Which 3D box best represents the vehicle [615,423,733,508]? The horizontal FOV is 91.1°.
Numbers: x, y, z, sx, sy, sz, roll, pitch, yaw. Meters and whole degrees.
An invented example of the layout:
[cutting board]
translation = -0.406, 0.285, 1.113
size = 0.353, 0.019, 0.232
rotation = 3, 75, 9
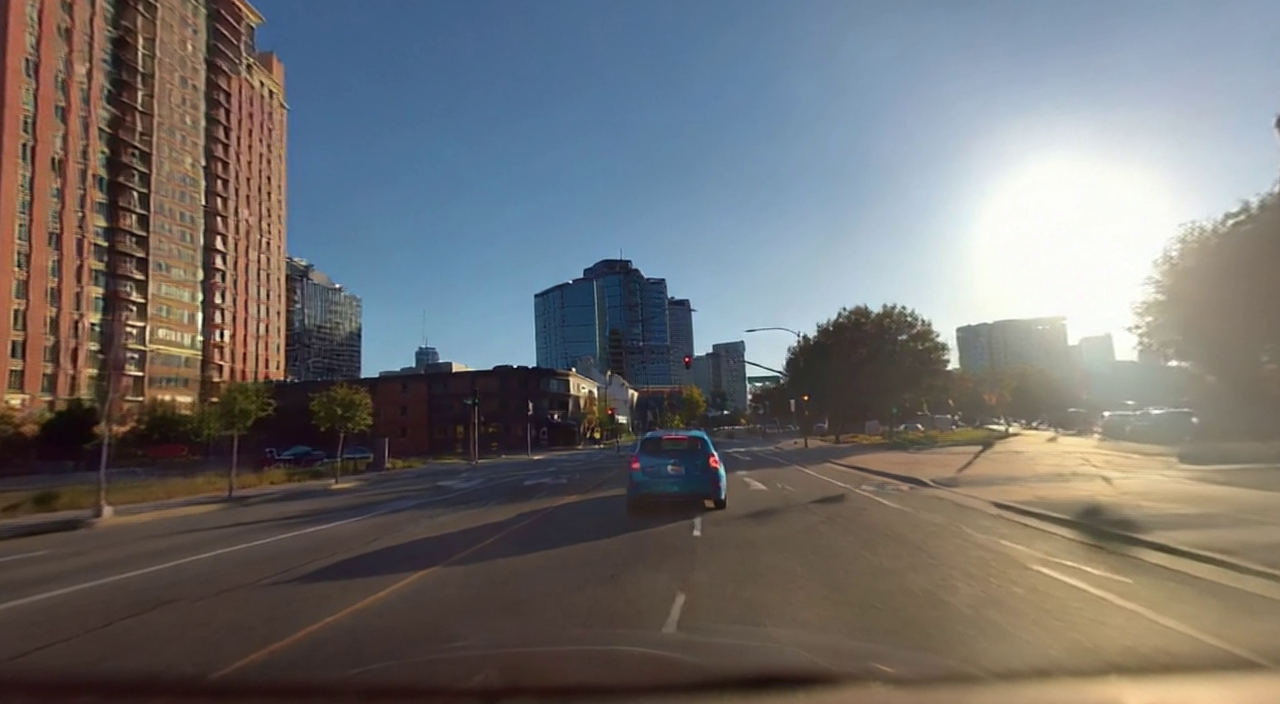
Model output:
[vehicle]
translation = 0.658, 2.172, 12.610
size = 1.950, 1.401, 4.159
rotation = 0, -8, 3
